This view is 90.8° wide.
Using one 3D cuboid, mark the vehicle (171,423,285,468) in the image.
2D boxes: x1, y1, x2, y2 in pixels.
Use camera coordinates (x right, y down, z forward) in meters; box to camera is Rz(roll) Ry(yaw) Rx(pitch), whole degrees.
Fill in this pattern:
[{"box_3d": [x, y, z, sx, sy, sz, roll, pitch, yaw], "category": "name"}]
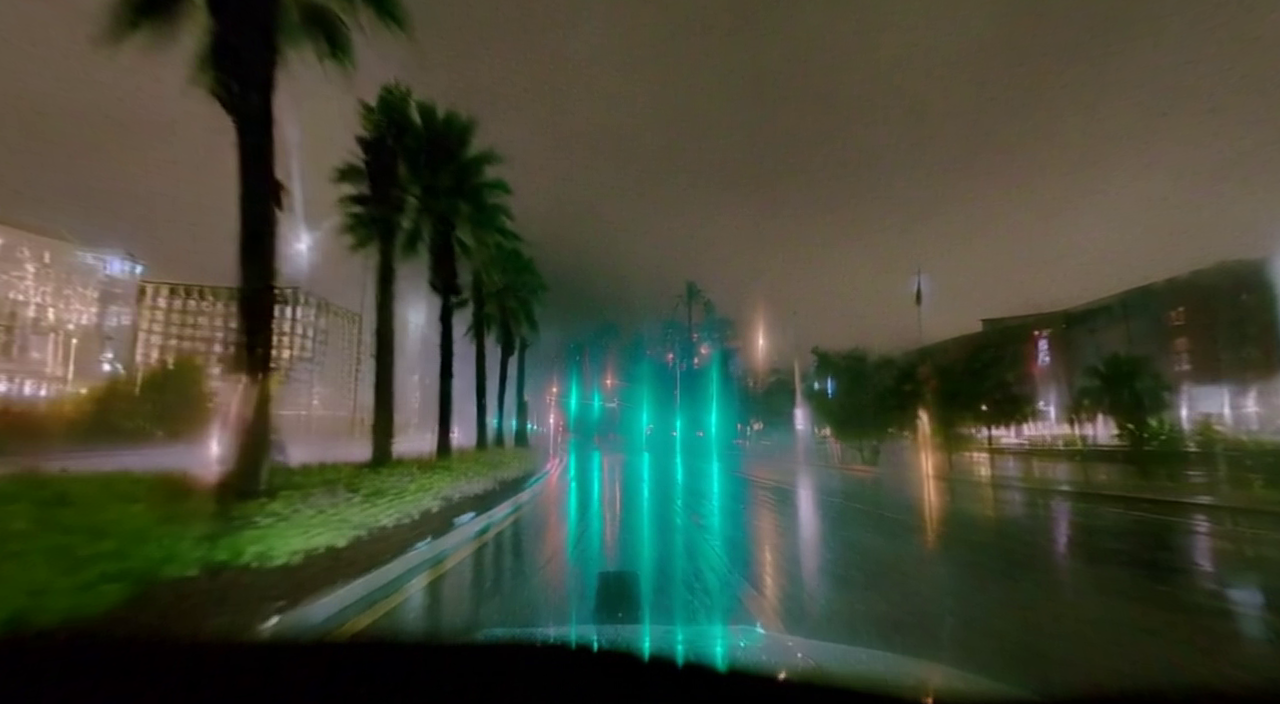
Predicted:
[{"box_3d": [-16.934, 3.898, 26.295, 2.025, 1.716, 4.552, 1, -9, -7], "category": "vehicle"}]
